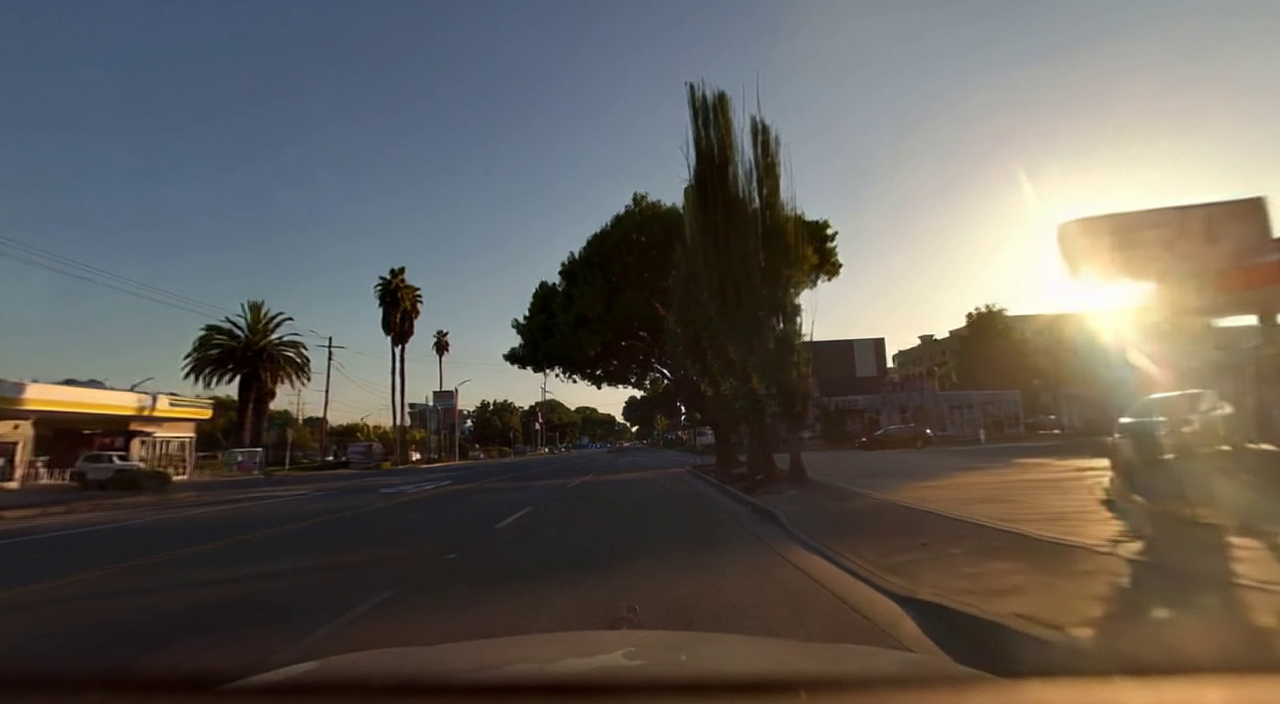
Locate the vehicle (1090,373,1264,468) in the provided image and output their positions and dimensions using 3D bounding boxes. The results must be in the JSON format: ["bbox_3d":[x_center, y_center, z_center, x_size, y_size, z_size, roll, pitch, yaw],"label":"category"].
[{"bbox_3d":[15.897,2.111,18.546,5.529,2.395,2.399,6,-10,-35],"label":"vehicle"}]

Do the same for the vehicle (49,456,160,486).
[{"bbox_3d":[-29.140,6.460,34.444,4.420,1.445,1.954,6,-11,-37],"label":"vehicle"}]

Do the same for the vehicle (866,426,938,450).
[{"bbox_3d":[20.289,6.668,48.888,4.640,1.800,2.026,0,-8,-2],"label":"vehicle"}]
